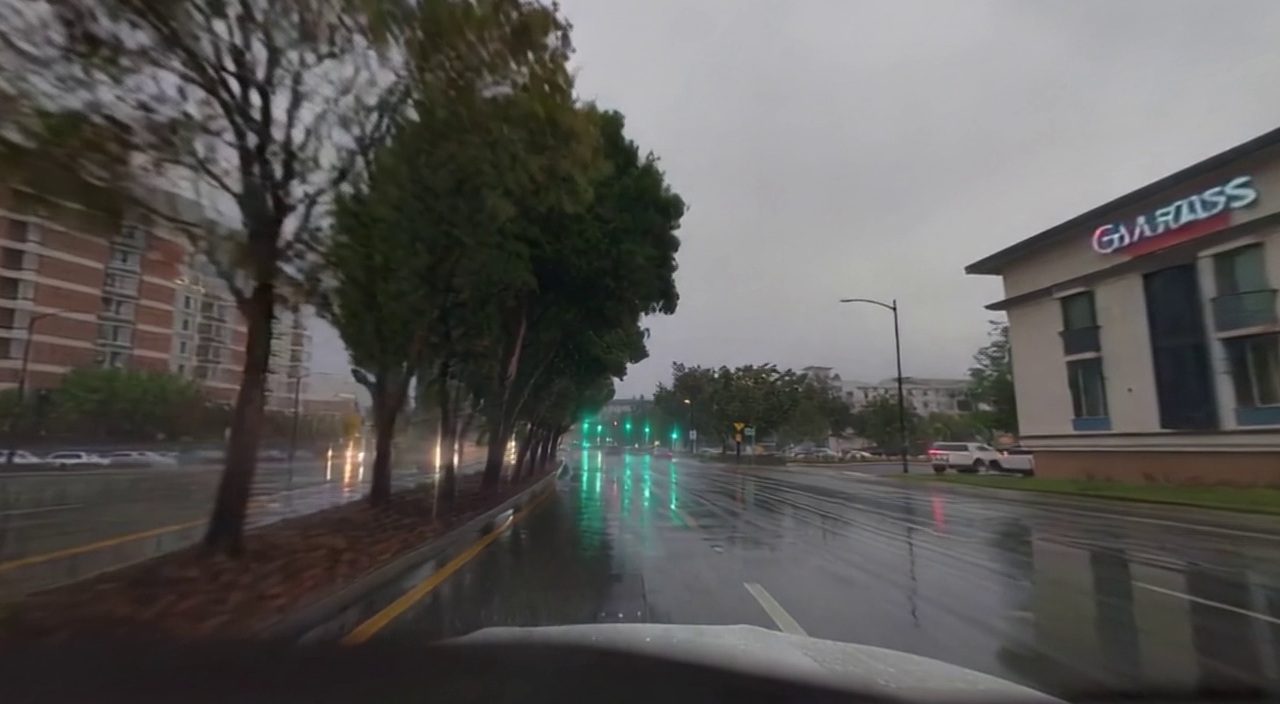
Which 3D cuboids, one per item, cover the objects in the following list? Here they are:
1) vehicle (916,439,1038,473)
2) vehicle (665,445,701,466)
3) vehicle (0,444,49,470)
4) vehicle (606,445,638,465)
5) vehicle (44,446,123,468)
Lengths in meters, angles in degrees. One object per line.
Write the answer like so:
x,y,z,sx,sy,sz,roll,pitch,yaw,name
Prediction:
15.690,4.850,29.546,4.648,1.510,1.891,0,-9,-5,vehicle
3.134,7.659,46.802,1.932,1.439,4.159,1,-9,-7,vehicle
-41.820,6.880,41.454,1.869,1.599,4.572,1,-9,-6,vehicle
-1.461,8.043,49.690,2.020,1.479,4.650,1,-9,-8,vehicle
-42.558,8.022,48.470,1.904,1.573,4.827,1,-9,-5,vehicle
